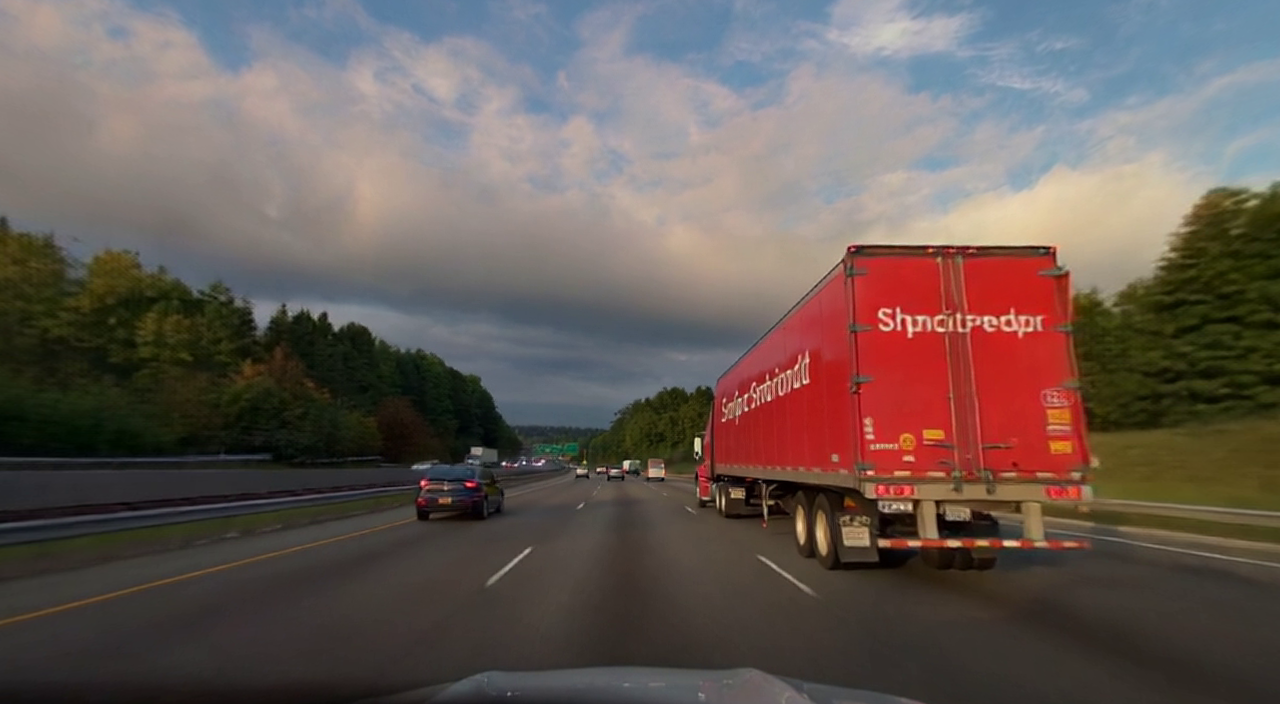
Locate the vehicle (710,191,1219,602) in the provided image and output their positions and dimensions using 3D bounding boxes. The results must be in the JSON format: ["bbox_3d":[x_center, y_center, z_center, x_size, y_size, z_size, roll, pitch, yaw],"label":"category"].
[{"bbox_3d":[4.037,1.614,13.475,2.992,4.300,13.967,1,-10,-2],"label":"vehicle"}]

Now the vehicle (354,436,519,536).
[{"bbox_3d":[-4.122,2.849,13.748,2.070,1.775,4.646,1,-10,-1],"label":"vehicle"}]
